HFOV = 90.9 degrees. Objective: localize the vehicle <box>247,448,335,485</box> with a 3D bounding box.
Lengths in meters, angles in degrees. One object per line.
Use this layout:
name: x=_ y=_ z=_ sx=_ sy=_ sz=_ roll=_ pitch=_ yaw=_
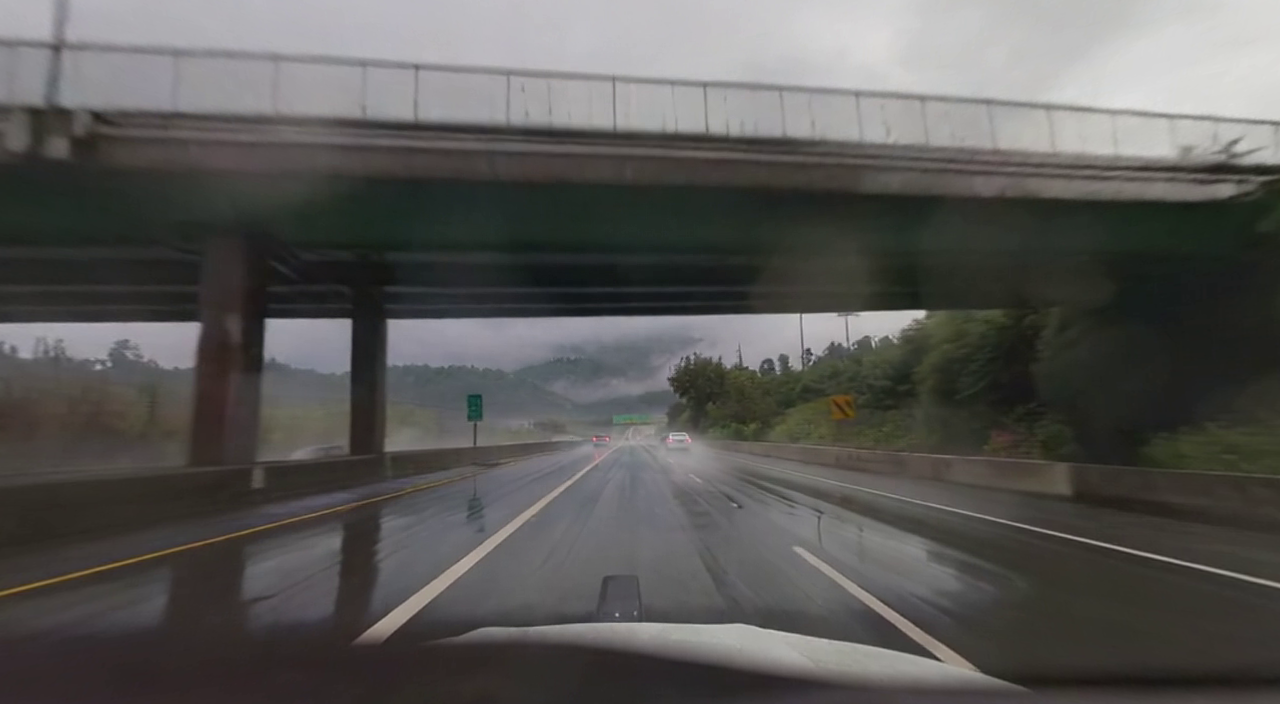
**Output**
vehicle: x=-16.511 y=5.395 z=30.025 sx=1.855 sy=1.560 sz=4.141 roll=0 pitch=-8 yaw=-1
